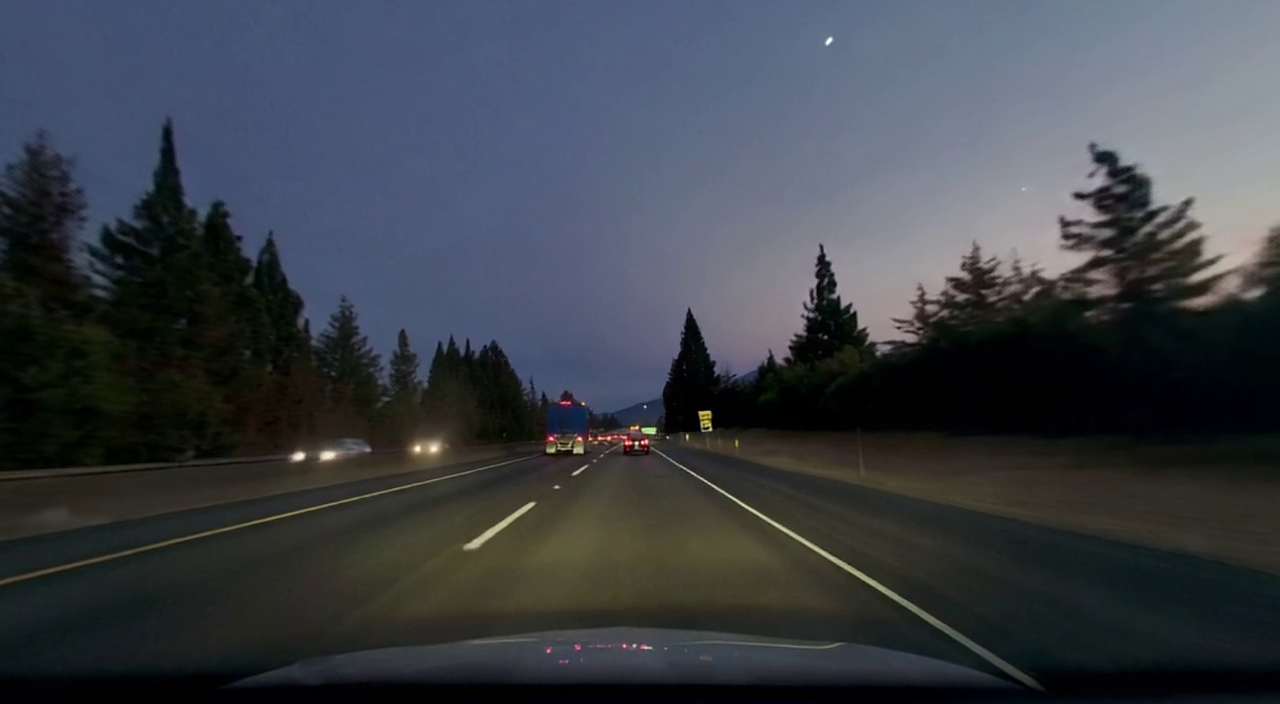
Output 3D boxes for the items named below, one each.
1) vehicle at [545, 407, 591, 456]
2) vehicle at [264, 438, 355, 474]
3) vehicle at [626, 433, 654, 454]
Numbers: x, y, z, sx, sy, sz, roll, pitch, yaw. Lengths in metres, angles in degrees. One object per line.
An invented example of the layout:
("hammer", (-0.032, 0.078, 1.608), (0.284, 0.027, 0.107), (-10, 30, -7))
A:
("vehicle", (-4.831, 5.545, 43.457), (2.450, 3.098, 6.965), (0, -8, -1))
("vehicle", (-14.565, 4.570, 27.947), (1.970, 1.455, 3.822), (0, -8, -1))
("vehicle", (-0.042, 6.667, 45.825), (1.988, 1.472, 3.716), (0, -8, -1))
